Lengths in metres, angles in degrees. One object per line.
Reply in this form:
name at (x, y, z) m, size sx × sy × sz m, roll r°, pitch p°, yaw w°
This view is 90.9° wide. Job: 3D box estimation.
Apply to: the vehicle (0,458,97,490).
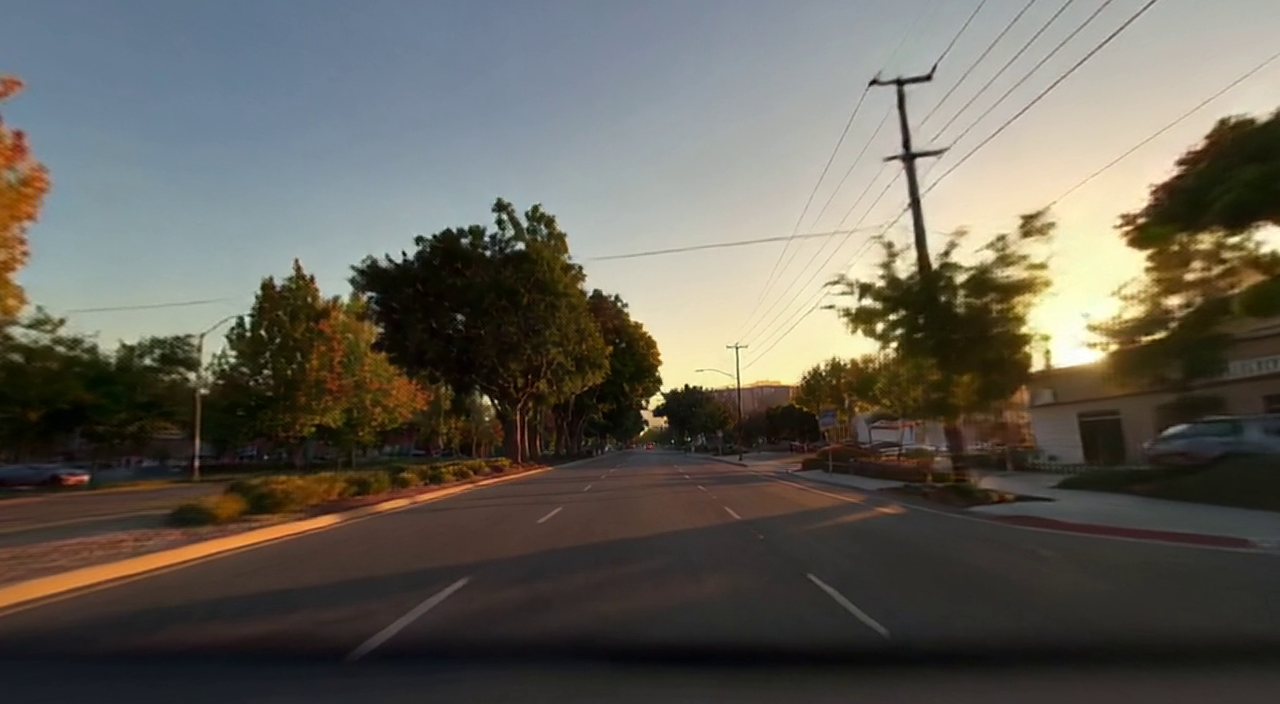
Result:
vehicle at (-32.003, 6.447, 33.673) m, size 1.876 × 1.470 × 4.706 m, roll 0°, pitch -8°, yaw -3°
